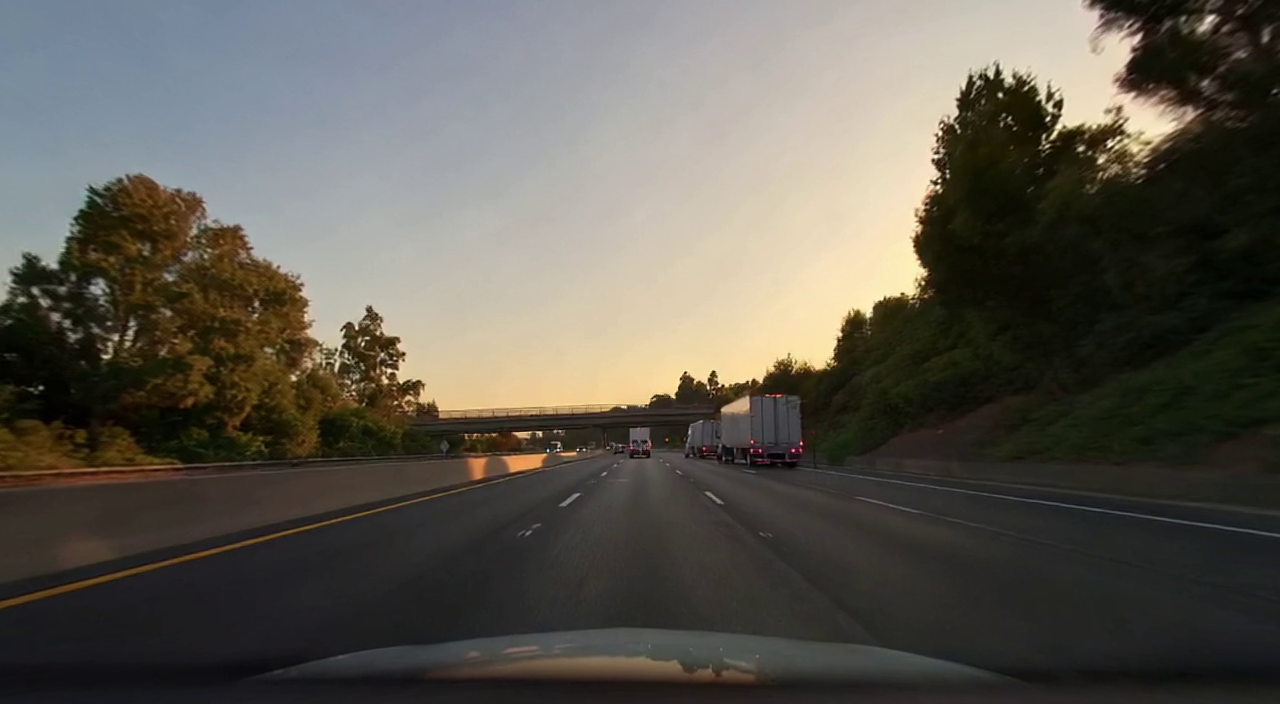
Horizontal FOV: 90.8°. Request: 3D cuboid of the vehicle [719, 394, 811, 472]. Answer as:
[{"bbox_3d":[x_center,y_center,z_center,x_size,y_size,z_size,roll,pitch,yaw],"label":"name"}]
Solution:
[{"bbox_3d":[7.479,5.379,40.475,2.906,4.070,14.134,0,-9,-1],"label":"vehicle"}]
